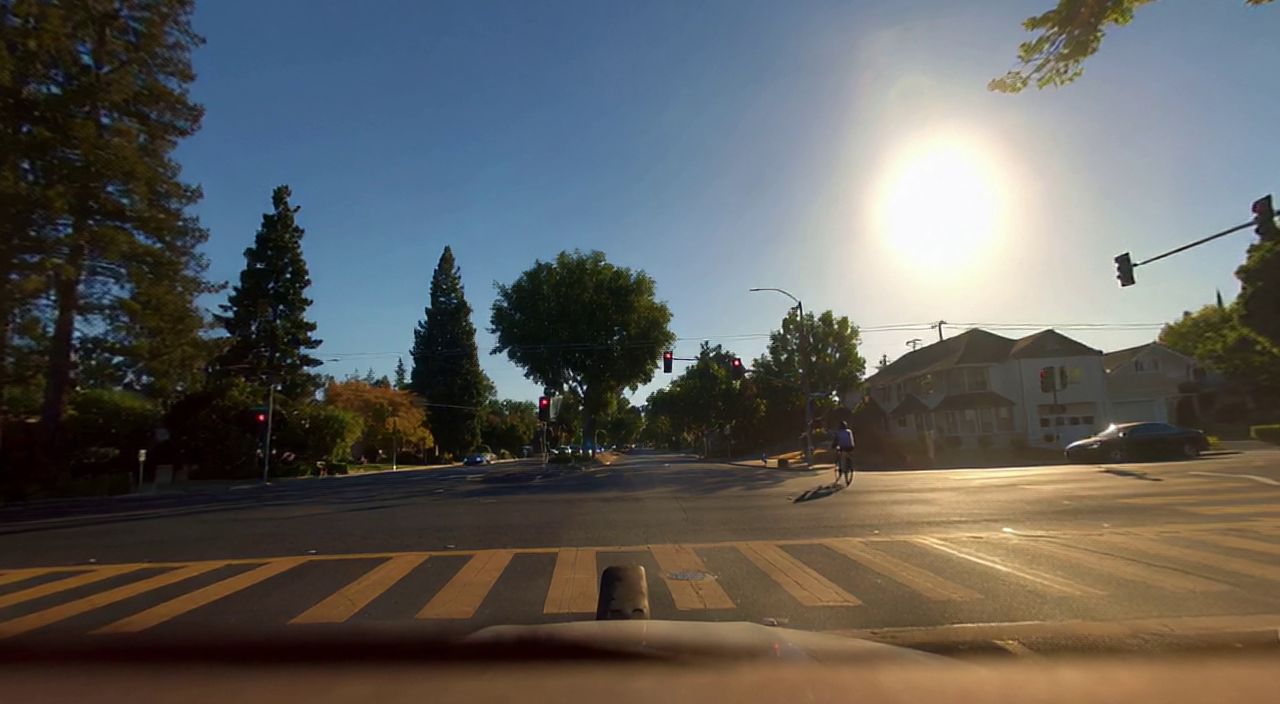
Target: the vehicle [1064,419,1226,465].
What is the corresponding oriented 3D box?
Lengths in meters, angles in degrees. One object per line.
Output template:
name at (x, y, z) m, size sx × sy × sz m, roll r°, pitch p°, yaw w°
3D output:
vehicle at (17.310, 3.106, 21.759) m, size 3.969 × 1.493 × 1.823 m, roll 0°, pitch -9°, yaw 1°
